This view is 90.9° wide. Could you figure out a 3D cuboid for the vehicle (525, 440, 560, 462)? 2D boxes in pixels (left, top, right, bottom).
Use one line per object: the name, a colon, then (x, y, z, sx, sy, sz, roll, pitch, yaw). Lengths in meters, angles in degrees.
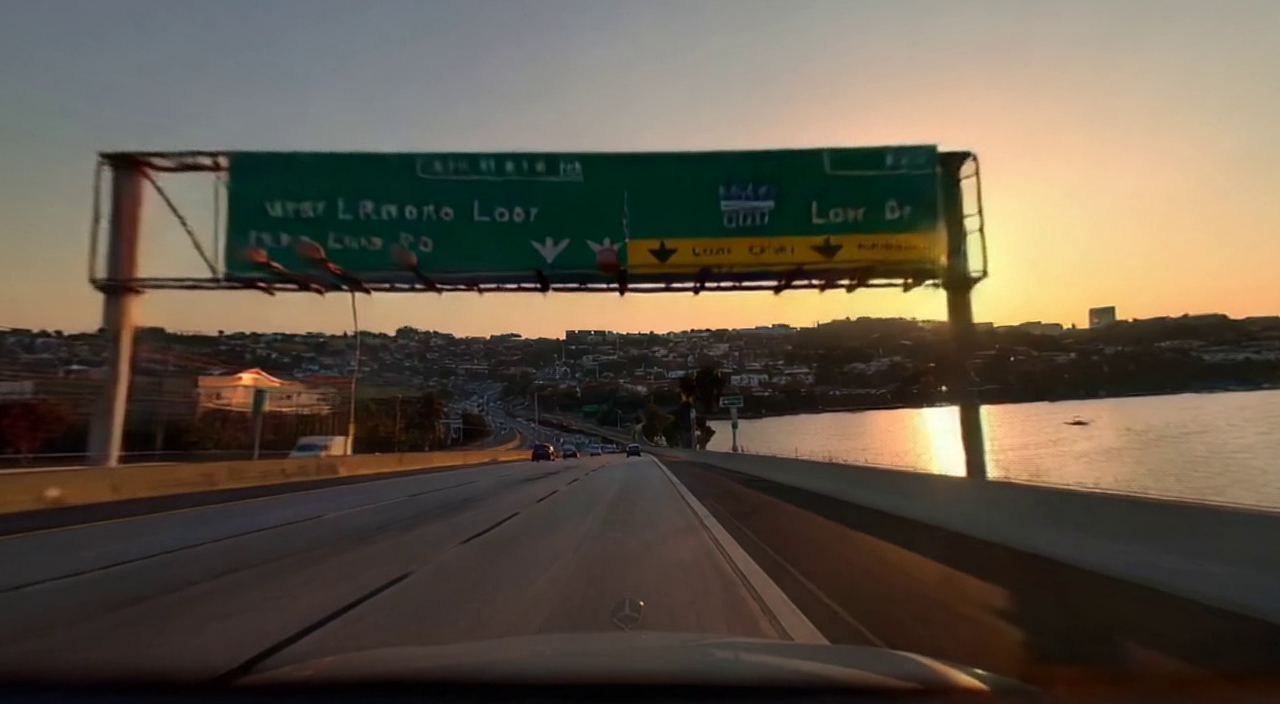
vehicle: (-7.367, 7.528, 47.975, 1.946, 1.590, 4.042, 0, -8, 1)
